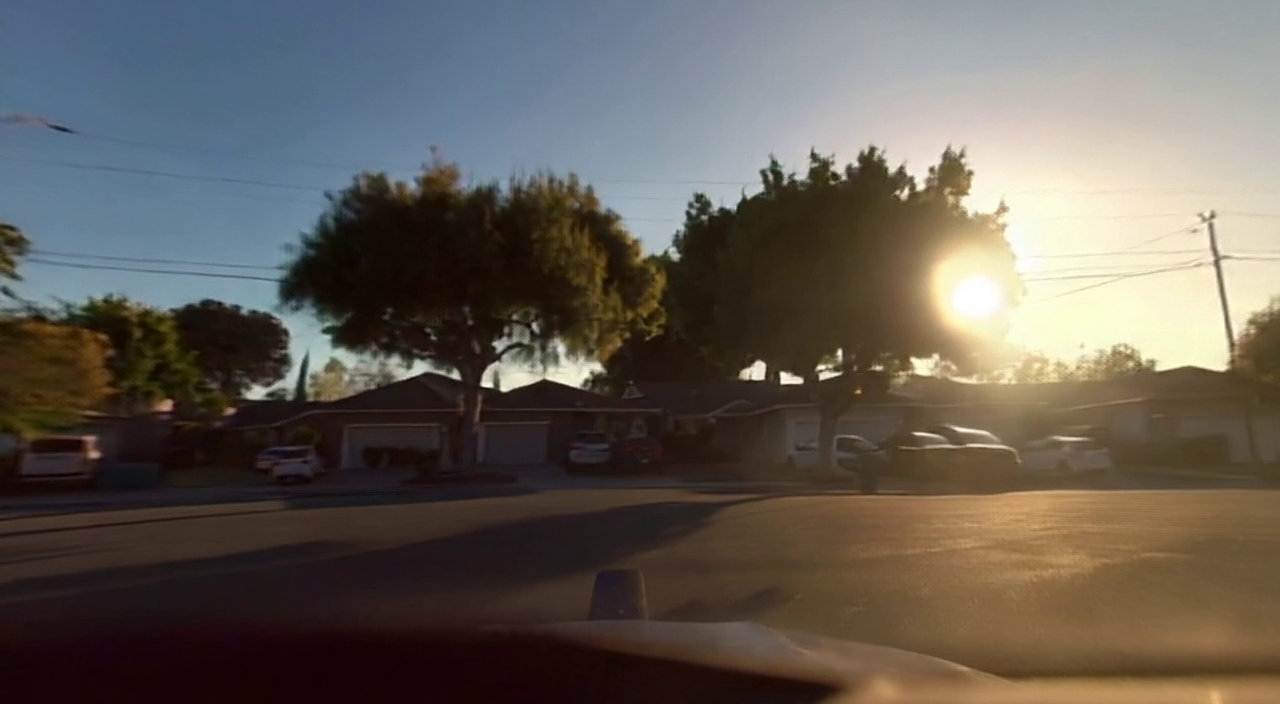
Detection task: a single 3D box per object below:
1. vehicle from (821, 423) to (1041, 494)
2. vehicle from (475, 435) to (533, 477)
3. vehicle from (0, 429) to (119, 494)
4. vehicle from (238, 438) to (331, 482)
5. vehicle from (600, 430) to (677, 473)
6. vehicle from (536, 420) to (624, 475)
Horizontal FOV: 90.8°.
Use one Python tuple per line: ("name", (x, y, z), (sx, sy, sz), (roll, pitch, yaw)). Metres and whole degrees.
("vehicle", (7.799, 2.920, 17.455), (5.082, 1.789, 1.947), (-2, -8, 8))
("vehicle", (-5.535, 4.155, 25.485), (1.833, 1.540, 3.532), (2, -9, -19))
("vehicle", (-19.216, 3.406, 19.950), (5.096, 1.824, 2.305), (-5, -9, 27))
("vehicle", (-13.751, 4.115, 24.318), (1.932, 1.518, 4.343), (8, -12, -44))
("vehicle", (-0.176, 4.352, 27.881), (2.160, 1.695, 4.183), (2, -9, -18))
("vehicle", (-2.635, 3.995, 26.259), (2.455, 2.018, 5.271), (3, -10, -18))
